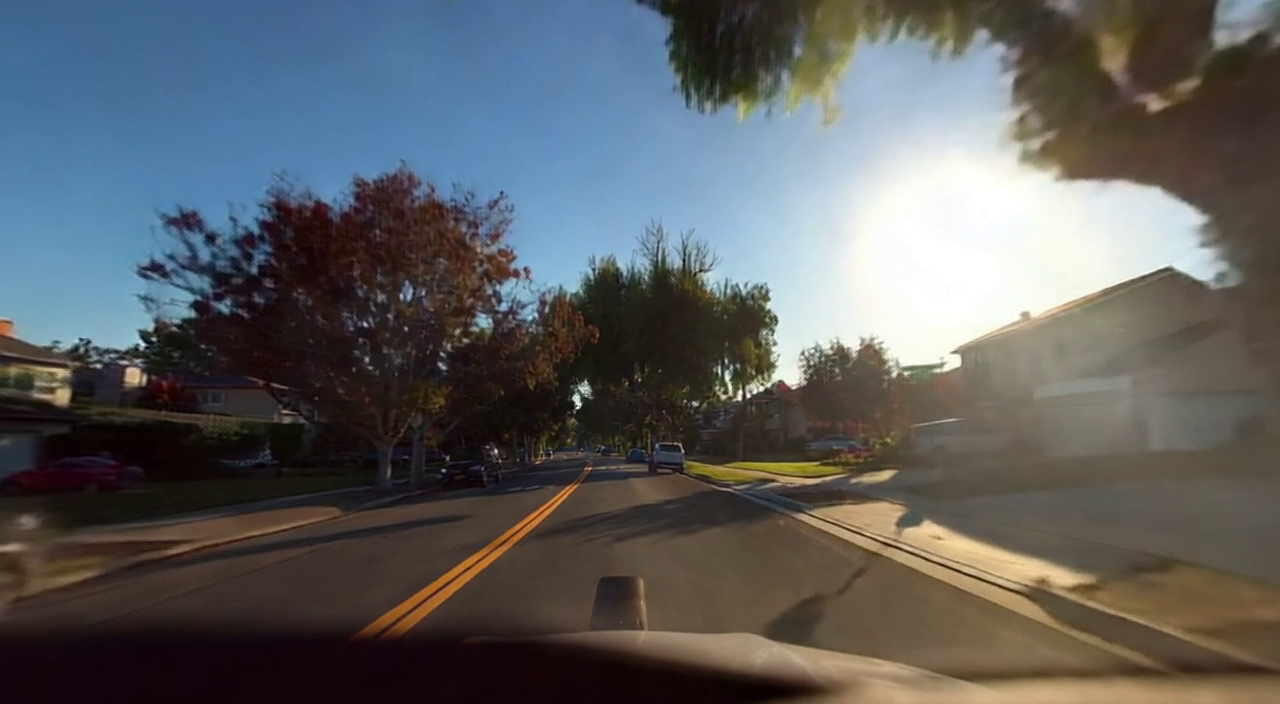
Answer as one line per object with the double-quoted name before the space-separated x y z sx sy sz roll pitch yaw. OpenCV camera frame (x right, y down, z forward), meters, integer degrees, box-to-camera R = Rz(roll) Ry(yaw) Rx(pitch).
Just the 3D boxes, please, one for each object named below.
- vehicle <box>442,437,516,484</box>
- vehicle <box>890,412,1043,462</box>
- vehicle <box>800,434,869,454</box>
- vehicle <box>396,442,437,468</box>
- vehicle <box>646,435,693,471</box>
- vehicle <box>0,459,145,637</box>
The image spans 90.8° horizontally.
"vehicle" -6.990 4.827 28.151 2.102 1.801 5.574 -1 -10 -3
"vehicle" 12.991 3.438 25.399 4.938 1.830 2.024 -1 -9 0
"vehicle" 14.636 6.915 47.659 4.560 1.350 1.882 -2 -8 0
"vehicle" -17.414 8.034 49.418 1.933 1.837 4.670 -1 -8 -5
"vehicle" 1.466 5.322 33.493 2.007 1.702 4.430 -1 -8 -3
"vehicle" -6.144 1.387 3.761 2.004 1.400 5.505 -2 -10 0
